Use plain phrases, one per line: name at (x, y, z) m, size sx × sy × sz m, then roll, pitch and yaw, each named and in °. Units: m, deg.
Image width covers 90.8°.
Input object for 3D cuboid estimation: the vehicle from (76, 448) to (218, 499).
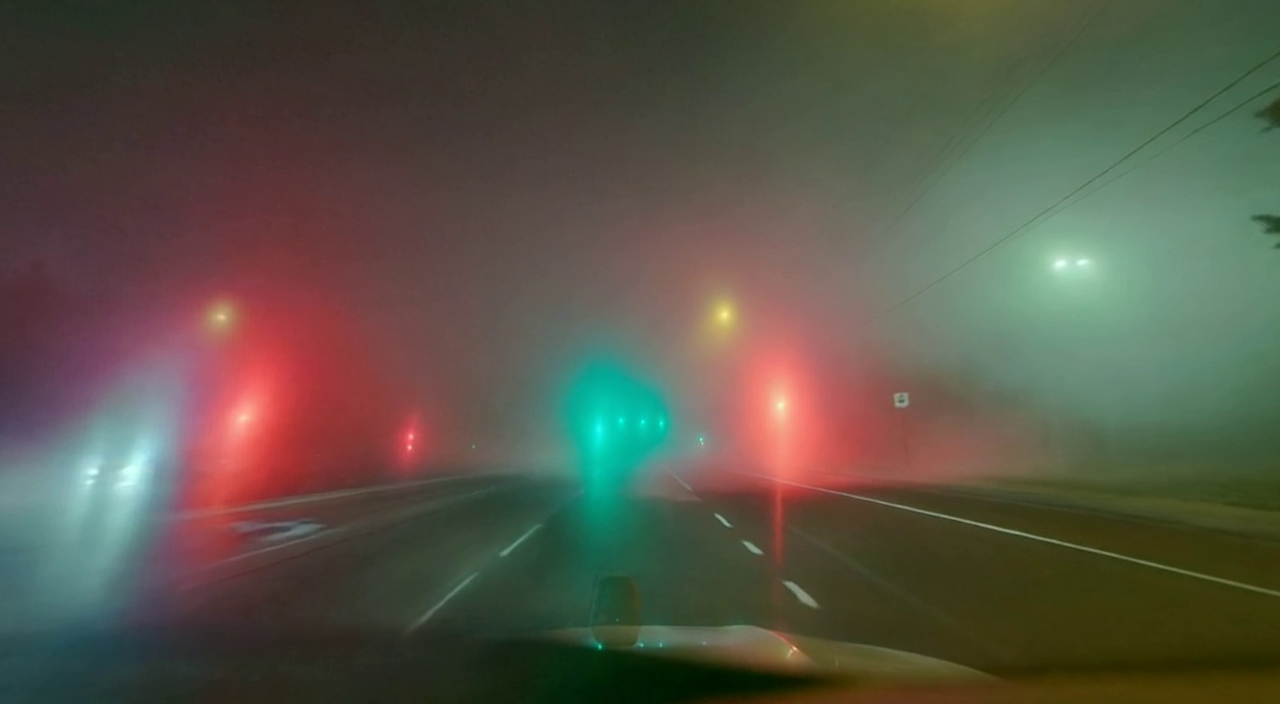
vehicle at (-18.738, 4.594, 24.342) m, size 1.976 × 1.704 × 4.316 m, roll 0°, pitch -8°, yaw -1°
